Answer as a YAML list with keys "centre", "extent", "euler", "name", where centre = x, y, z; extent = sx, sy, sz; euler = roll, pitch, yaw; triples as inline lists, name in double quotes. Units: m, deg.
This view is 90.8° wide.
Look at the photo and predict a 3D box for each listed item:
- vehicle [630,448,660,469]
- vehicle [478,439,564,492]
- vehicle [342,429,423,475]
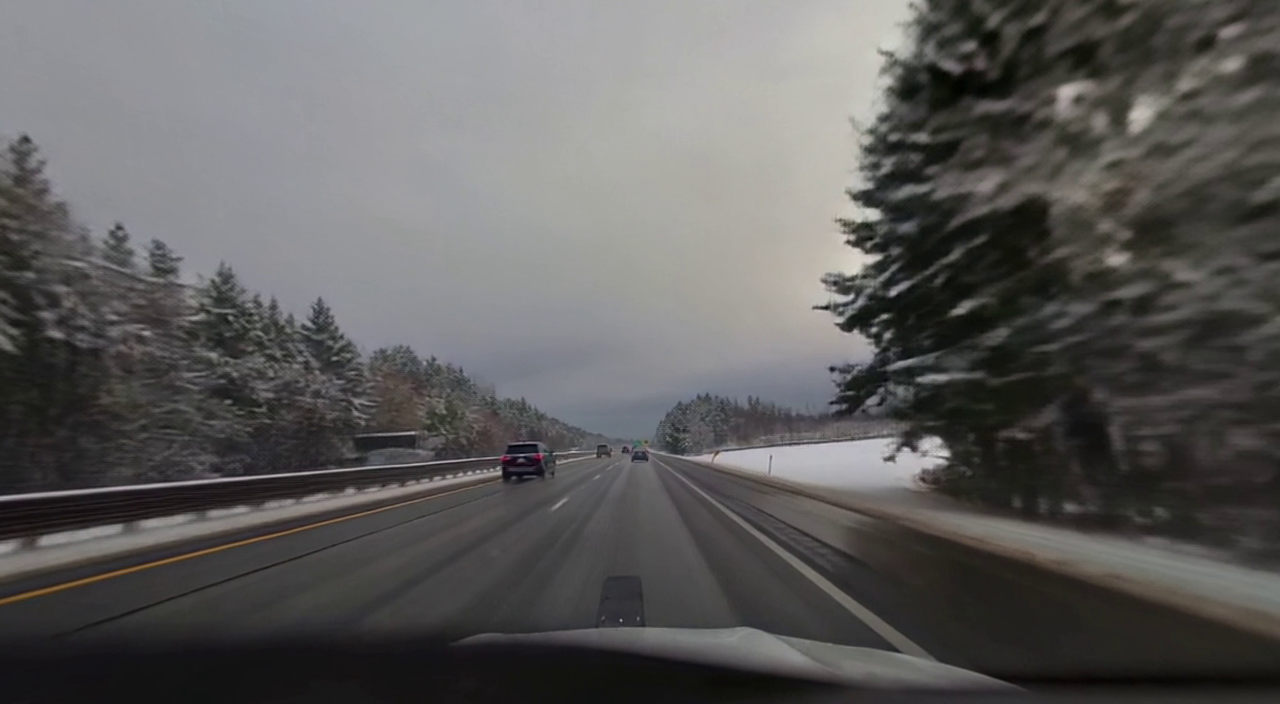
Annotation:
- centre: [0.300, 7.677, 45.747]
  extent: [2.046, 1.452, 4.407]
  euler: [0, -9, -1]
  name: "vehicle"
- centre: [-4.029, 3.925, 22.151]
  extent: [2.100, 1.667, 4.223]
  euler: [0, -9, 1]
  name: "vehicle"
- centre: [-16.532, 6.474, 41.071]
  extent: [2.419, 2.745, 6.688]
  euler: [0, -9, 0]
  name: "vehicle"
